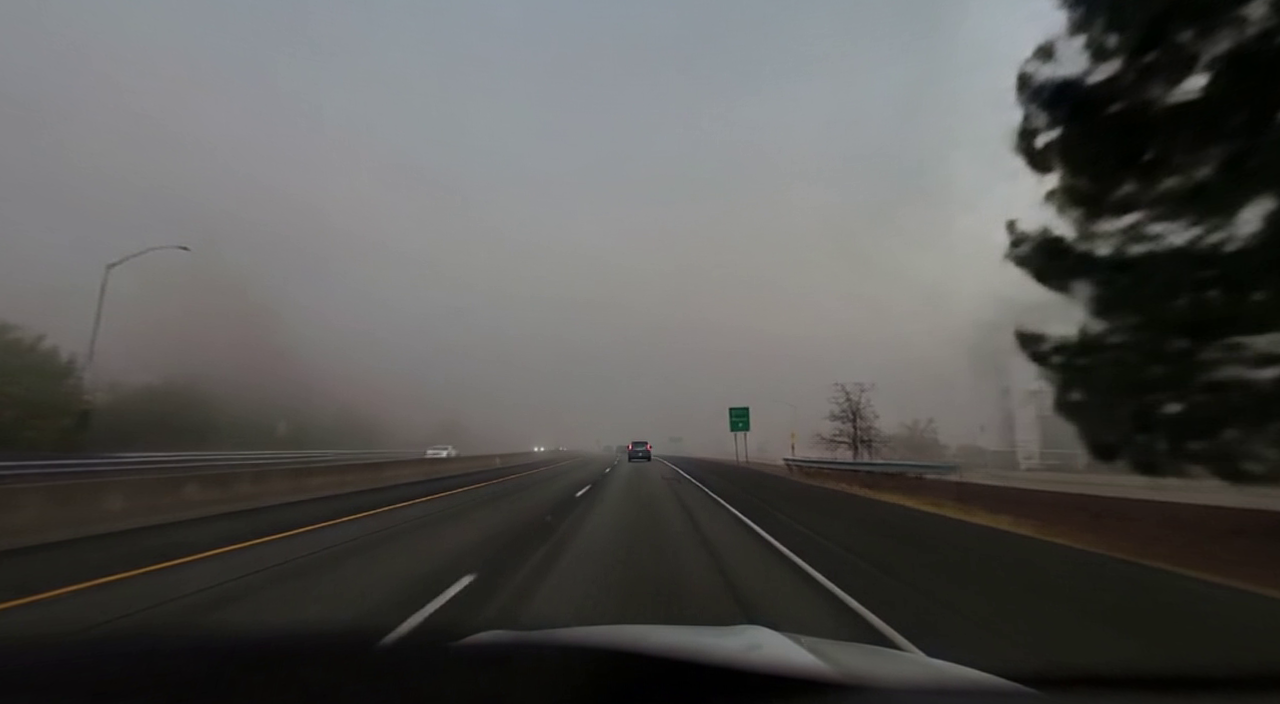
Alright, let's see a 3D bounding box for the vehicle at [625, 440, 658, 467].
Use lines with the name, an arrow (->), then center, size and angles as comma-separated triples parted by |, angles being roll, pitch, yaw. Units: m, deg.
vehicle -> 0.033, 6.572, 40.810 | 2.029, 1.666, 4.064 | 0, -8, -1
